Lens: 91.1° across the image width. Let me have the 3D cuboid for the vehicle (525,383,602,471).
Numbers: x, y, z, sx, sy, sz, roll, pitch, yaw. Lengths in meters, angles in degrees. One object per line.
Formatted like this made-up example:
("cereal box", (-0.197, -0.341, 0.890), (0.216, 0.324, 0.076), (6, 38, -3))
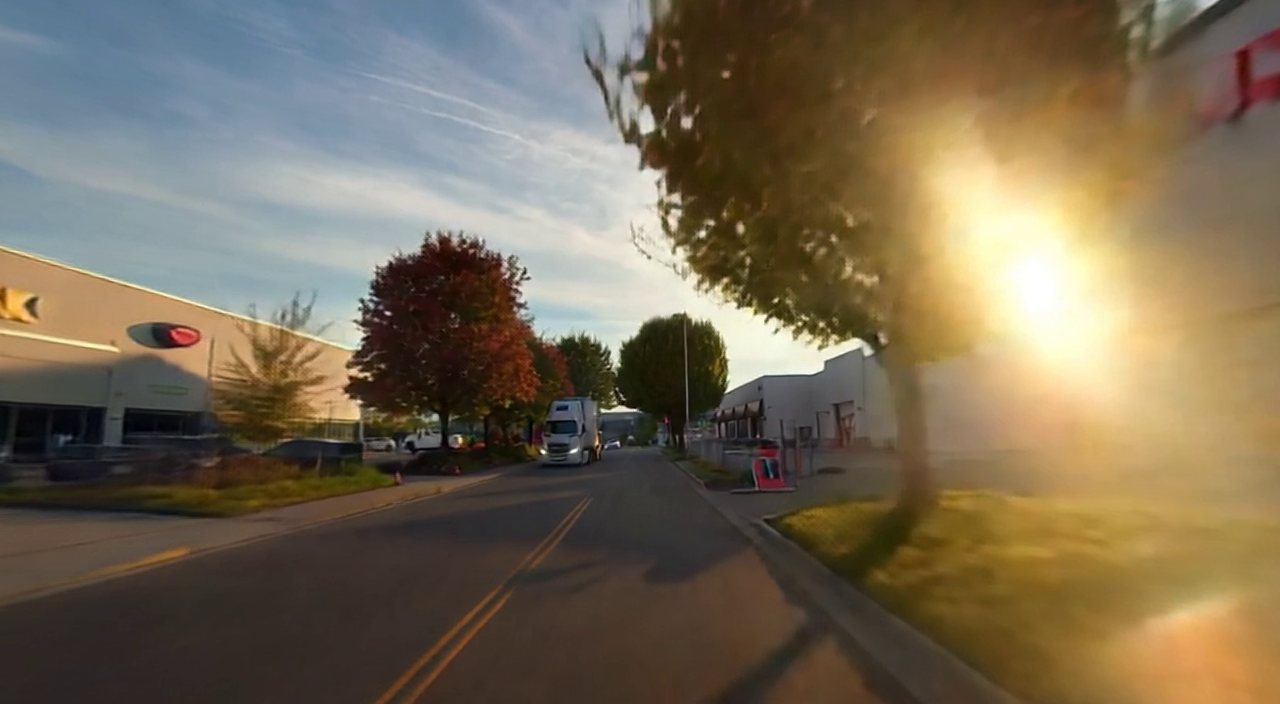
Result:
("vehicle", (-4.561, 5.047, 41.611), (2.976, 4.754, 15.127), (0, -7, 1))
